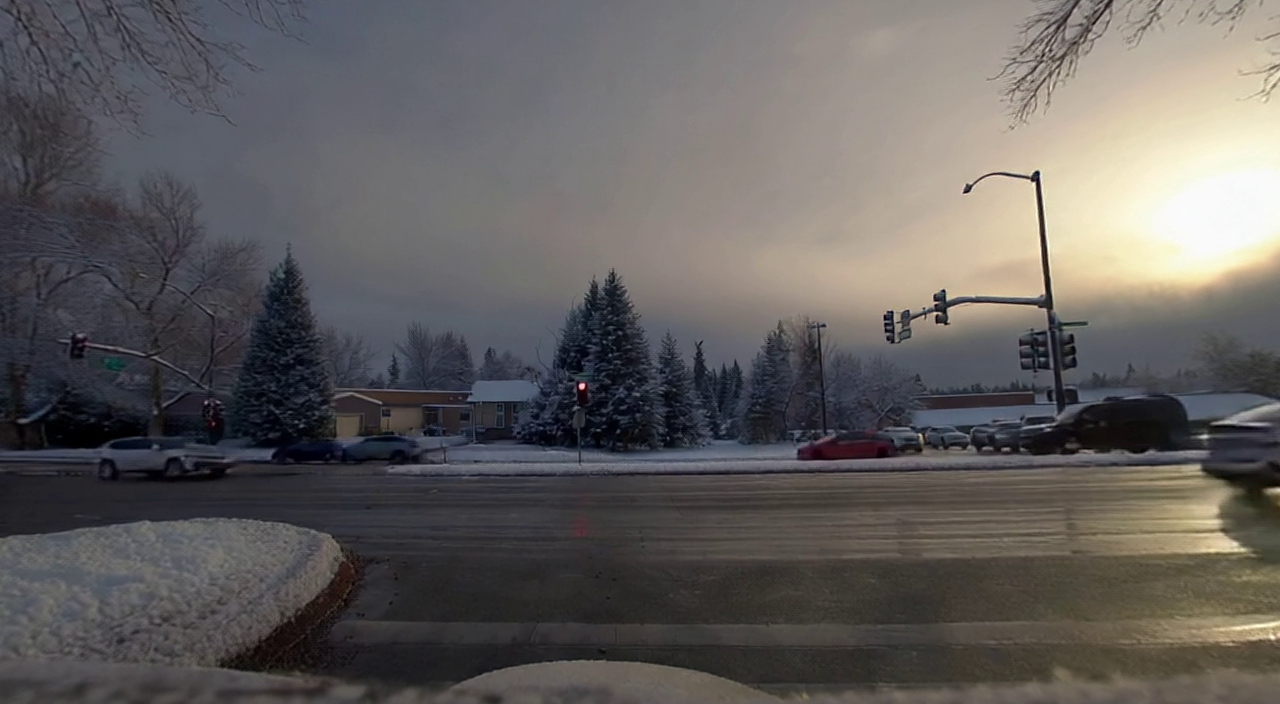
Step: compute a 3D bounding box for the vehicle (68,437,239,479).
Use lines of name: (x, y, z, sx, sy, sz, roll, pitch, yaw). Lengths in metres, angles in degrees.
vehicle: (-17.617, 3.829, 22.995, 4.836, 1.445, 2.057, -1, -9, 9)

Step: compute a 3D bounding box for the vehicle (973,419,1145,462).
vehicle: (15.028, 3.221, 22.949, 4.749, 1.461, 1.892, -1, -9, 9)

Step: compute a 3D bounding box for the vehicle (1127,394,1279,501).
vehicle: (11.964, 1.647, 10.985, 4.959, 1.715, 2.162, -2, -9, 11)

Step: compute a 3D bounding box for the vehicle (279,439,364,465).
vehicle: (-20.063, 6.303, 39.843, 4.488, 1.536, 1.849, -2, -8, 10)

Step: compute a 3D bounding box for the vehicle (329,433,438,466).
vehicle: (-12.920, 4.942, 31.971, 4.677, 1.593, 2.029, -2, -9, 10)

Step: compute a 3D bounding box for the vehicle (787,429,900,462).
vehicle: (9.476, 4.420, 29.870, 4.860, 1.441, 1.934, -2, -9, 12)
